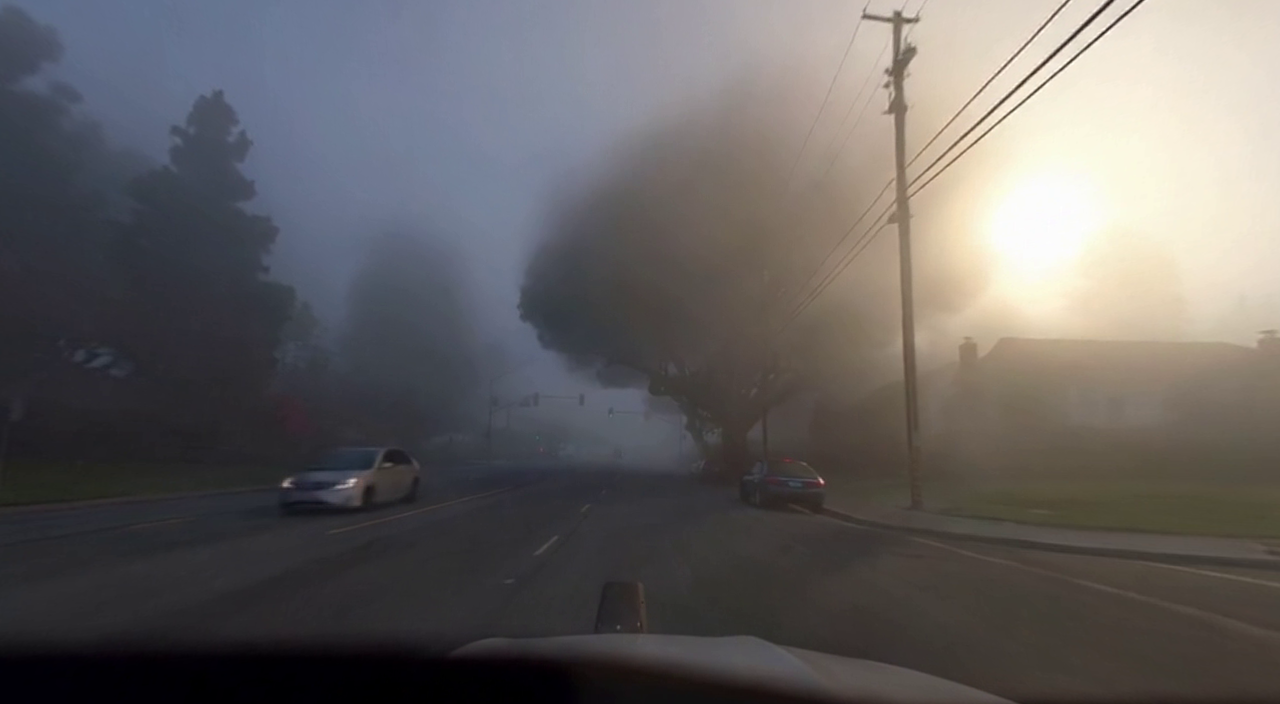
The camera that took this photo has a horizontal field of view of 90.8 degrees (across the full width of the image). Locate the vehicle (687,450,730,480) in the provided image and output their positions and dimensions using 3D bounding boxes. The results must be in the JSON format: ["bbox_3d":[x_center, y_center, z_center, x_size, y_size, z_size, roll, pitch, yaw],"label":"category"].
[{"bbox_3d":[4.034,6.746,38.037,2.020,1.690,4.621,1,-9,-1],"label":"vehicle"}]

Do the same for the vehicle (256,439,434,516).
[{"bbox_3d":[-6.535,2.803,14.666,2.049,1.494,4.226,0,-9,0],"label":"vehicle"}]

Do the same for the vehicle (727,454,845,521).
[{"bbox_3d":[3.777,3.577,17.290,2.031,1.500,4.590,1,-9,-1],"label":"vehicle"}]
